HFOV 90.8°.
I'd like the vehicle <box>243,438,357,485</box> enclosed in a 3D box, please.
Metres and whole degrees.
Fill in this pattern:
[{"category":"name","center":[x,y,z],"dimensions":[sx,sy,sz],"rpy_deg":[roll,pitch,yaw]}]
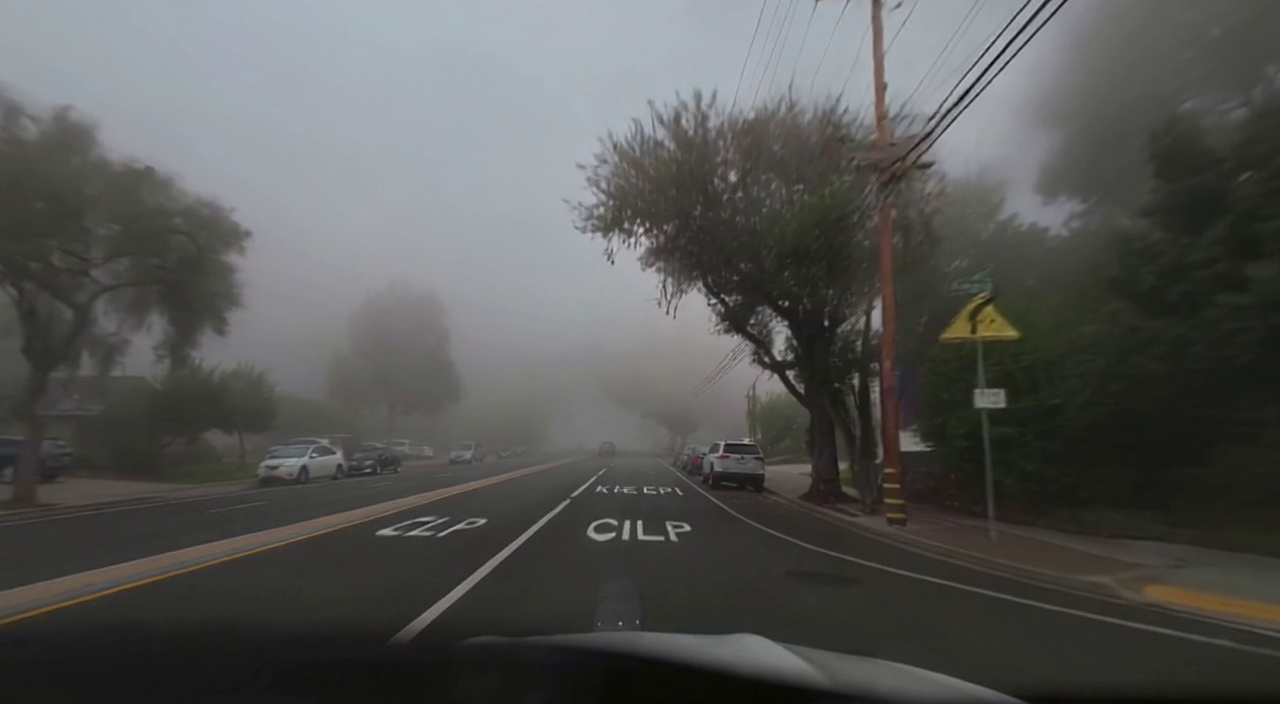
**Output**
[{"category":"vehicle","center":[-14.059,4.558,26.550],"dimensions":[1.913,1.745,4.992],"rpy_deg":[0,-9,1]}]

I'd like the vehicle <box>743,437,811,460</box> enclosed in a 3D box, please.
[{"category":"vehicle","center":[10.746,7.666,49.912],"dimensions":[4.818,1.605,2.049],"rpy_deg":[-1,-9,-2]}]

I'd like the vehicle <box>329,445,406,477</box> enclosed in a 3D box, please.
[{"category":"vehicle","center":[-14.011,5.598,32.815],"dimensions":[1.887,1.490,4.656],"rpy_deg":[1,-9,0]}]

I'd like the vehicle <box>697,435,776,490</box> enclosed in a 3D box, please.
[{"category":"vehicle","center":[3.348,3.950,22.837],"dimensions":[2.045,1.746,4.564],"rpy_deg":[1,-9,-1]}]
